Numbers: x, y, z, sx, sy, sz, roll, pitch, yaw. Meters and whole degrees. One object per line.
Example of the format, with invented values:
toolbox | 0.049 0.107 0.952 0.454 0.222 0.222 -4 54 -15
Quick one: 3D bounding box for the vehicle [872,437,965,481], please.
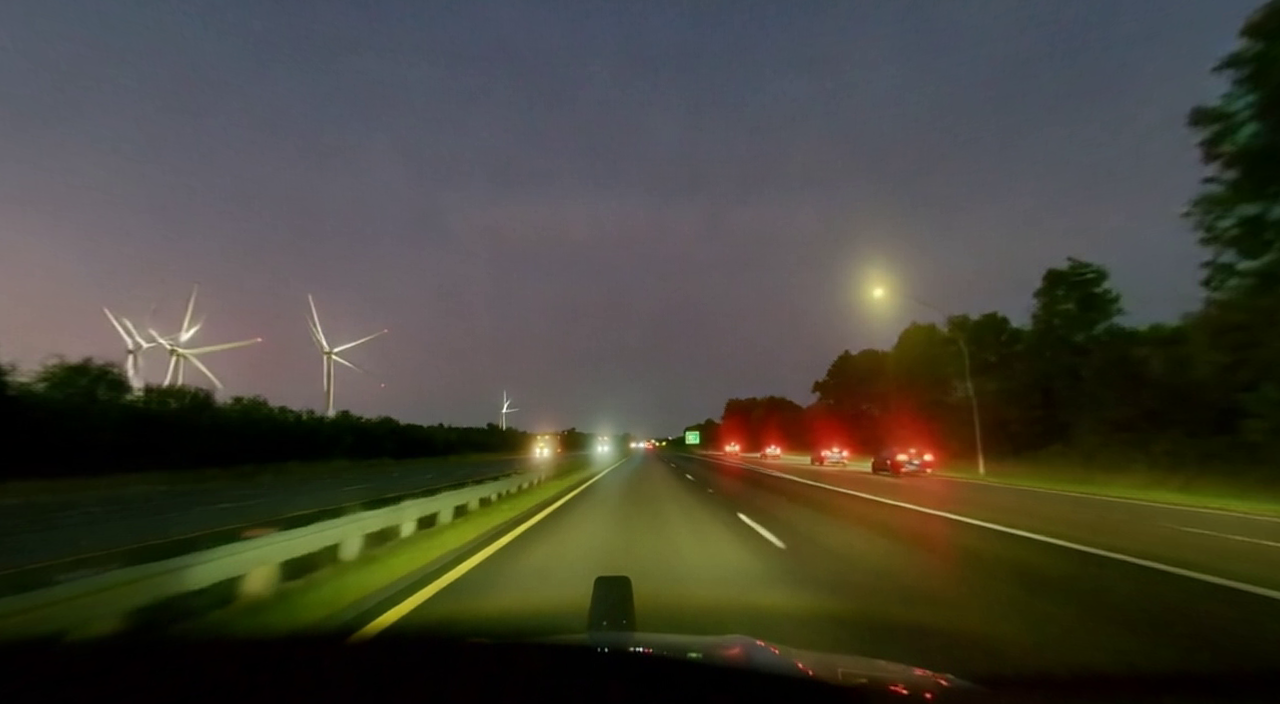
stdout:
vehicle | 11.705 4.520 26.867 1.897 1.669 4.825 0 -9 2
